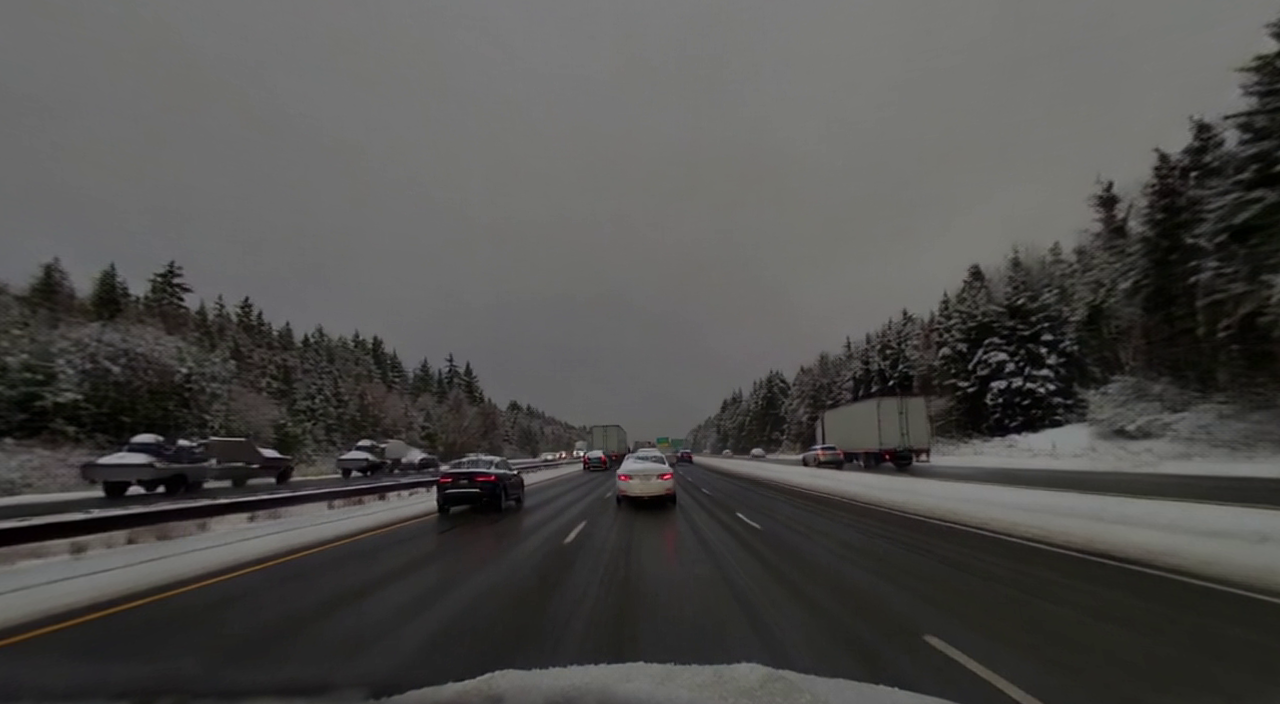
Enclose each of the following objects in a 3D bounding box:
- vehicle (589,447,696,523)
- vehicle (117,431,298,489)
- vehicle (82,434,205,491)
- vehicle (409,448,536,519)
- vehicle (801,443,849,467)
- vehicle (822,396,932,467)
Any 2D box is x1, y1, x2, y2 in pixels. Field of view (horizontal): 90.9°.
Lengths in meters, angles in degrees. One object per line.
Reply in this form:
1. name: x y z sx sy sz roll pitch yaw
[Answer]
1. vehicle: 0.073 2.887 14.183 2.057 1.449 3.931 0 -9 1
2. vehicle: -31.603 8.032 47.609 2.803 3.665 14.746 -1 -9 2
3. vehicle: -31.844 7.074 40.802 2.761 3.380 5.944 -1 -9 3
4. vehicle: -3.970 3.176 15.784 1.929 1.509 4.331 0 -9 1
5. vehicle: 11.939 6.673 40.903 1.892 1.504 4.000 0 -9 0
6. vehicle: 15.579 5.567 42.961 2.825 4.085 12.815 0 -9 1
